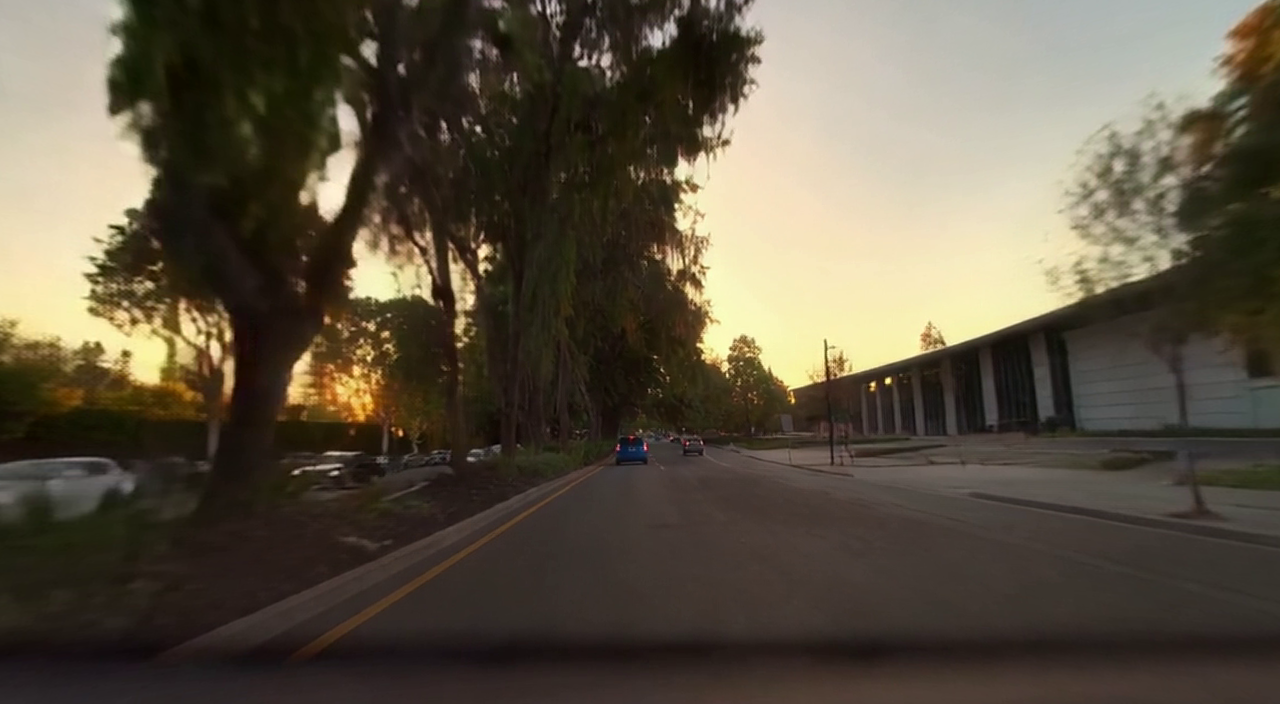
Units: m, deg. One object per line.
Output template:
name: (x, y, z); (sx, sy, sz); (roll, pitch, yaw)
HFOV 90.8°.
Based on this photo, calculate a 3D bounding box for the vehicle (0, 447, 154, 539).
vehicle: (-11.223, 2.350, 10.737); (2.013, 1.460, 4.902); (0, -9, 0)

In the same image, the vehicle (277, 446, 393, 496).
vehicle: (-9.826, 3.820, 20.795); (1.950, 1.438, 4.343); (1, -9, -5)

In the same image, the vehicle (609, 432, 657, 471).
vehicle: (-0.407, 5.406, 34.365); (2.411, 1.937, 5.186); (0, -9, -1)

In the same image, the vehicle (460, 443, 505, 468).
vehicle: (-11.152, 7.350, 44.995); (1.994, 1.678, 4.605); (0, -9, 0)

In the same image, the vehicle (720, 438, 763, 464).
vehicle: (7.390, 7.275, 46.494); (2.364, 1.781, 4.854); (0, -9, 0)
